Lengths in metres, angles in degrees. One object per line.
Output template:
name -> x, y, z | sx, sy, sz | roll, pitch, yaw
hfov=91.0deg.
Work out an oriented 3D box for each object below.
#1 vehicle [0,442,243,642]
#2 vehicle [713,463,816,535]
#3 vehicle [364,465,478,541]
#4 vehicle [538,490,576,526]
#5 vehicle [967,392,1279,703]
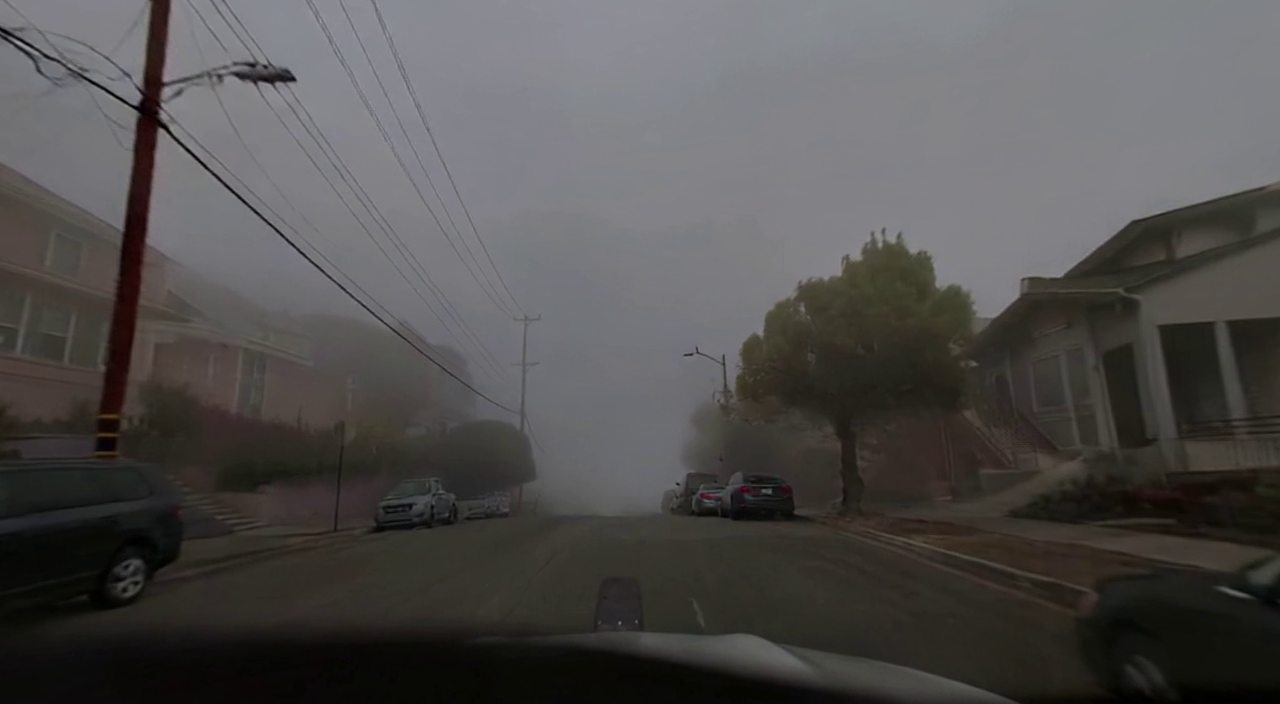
vehicle -> -6.454, 1.684, 5.787 | 2.017, 1.683, 5.412 | 0, -8, 1
vehicle -> 3.014, 3.630, 16.072 | 1.756, 1.455, 3.965 | 0, -8, -1
vehicle -> -6.560, 4.541, 19.553 | 1.933, 1.824, 5.142 | 0, -8, -3
vehicle -> -6.362, 12.106, 49.099 | 2.281, 2.248, 5.873 | 0, -9, -1
vehicle -> 2.994, 0.828, 1.428 | 1.927, 1.550, 4.543 | 0, -8, -2
